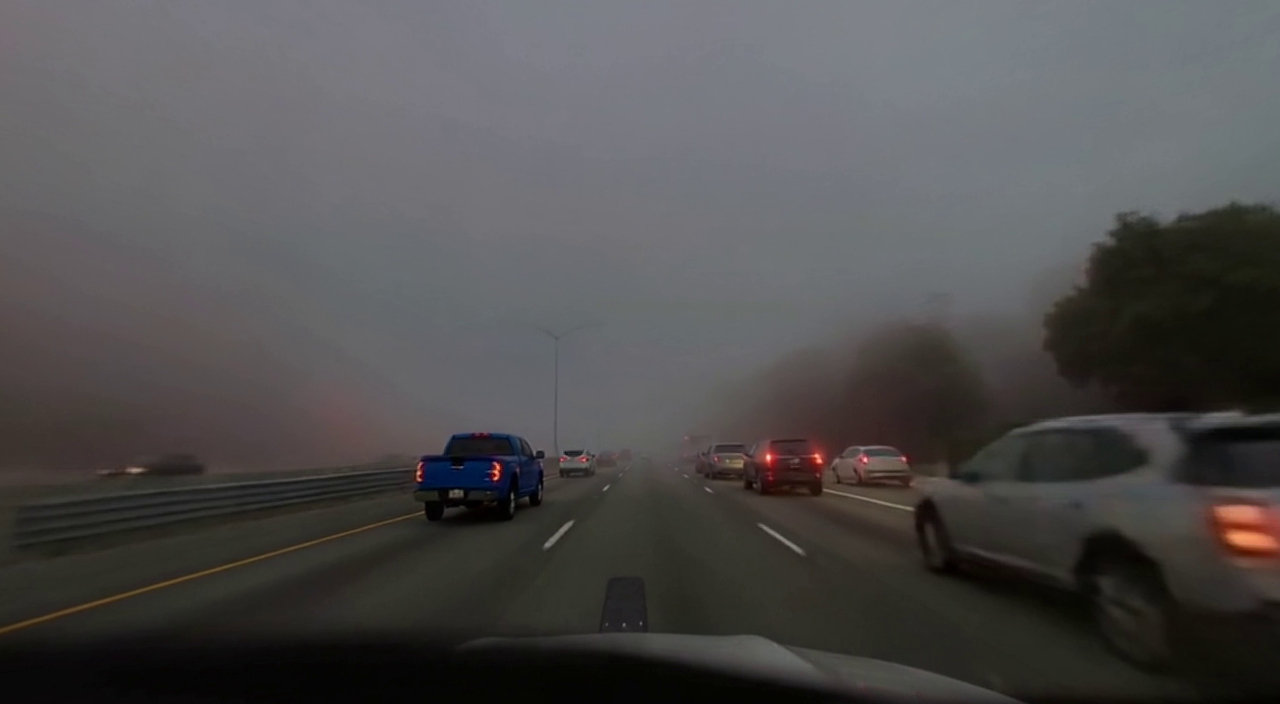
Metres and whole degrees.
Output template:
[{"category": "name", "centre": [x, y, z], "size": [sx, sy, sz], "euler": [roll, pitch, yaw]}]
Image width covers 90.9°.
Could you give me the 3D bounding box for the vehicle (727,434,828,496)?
[{"category": "vehicle", "centre": [4.085, 3.436, 19.659], "size": [2.023, 1.670, 4.869], "euler": [0, -8, -1]}]

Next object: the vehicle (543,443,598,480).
[{"category": "vehicle", "centre": [-3.197, 5.142, 30.029], "size": [1.974, 1.589, 5.047], "euler": [-1, -8, 1]}]

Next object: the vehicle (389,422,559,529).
[{"category": "vehicle", "centre": [-3.085, 2.415, 12.973], "size": [2.139, 1.764, 4.707], "euler": [-1, -8, 1]}]

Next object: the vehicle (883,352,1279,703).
[{"category": "vehicle", "centre": [3.910, 1.190, 4.888], "size": [2.144, 1.752, 4.765], "euler": [0, -8, 0]}]

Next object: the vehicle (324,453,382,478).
[{"category": "vehicle", "centre": [-19.219, 7.579, 42.453], "size": [1.849, 1.503, 4.328], "euler": [0, -8, 0]}]
